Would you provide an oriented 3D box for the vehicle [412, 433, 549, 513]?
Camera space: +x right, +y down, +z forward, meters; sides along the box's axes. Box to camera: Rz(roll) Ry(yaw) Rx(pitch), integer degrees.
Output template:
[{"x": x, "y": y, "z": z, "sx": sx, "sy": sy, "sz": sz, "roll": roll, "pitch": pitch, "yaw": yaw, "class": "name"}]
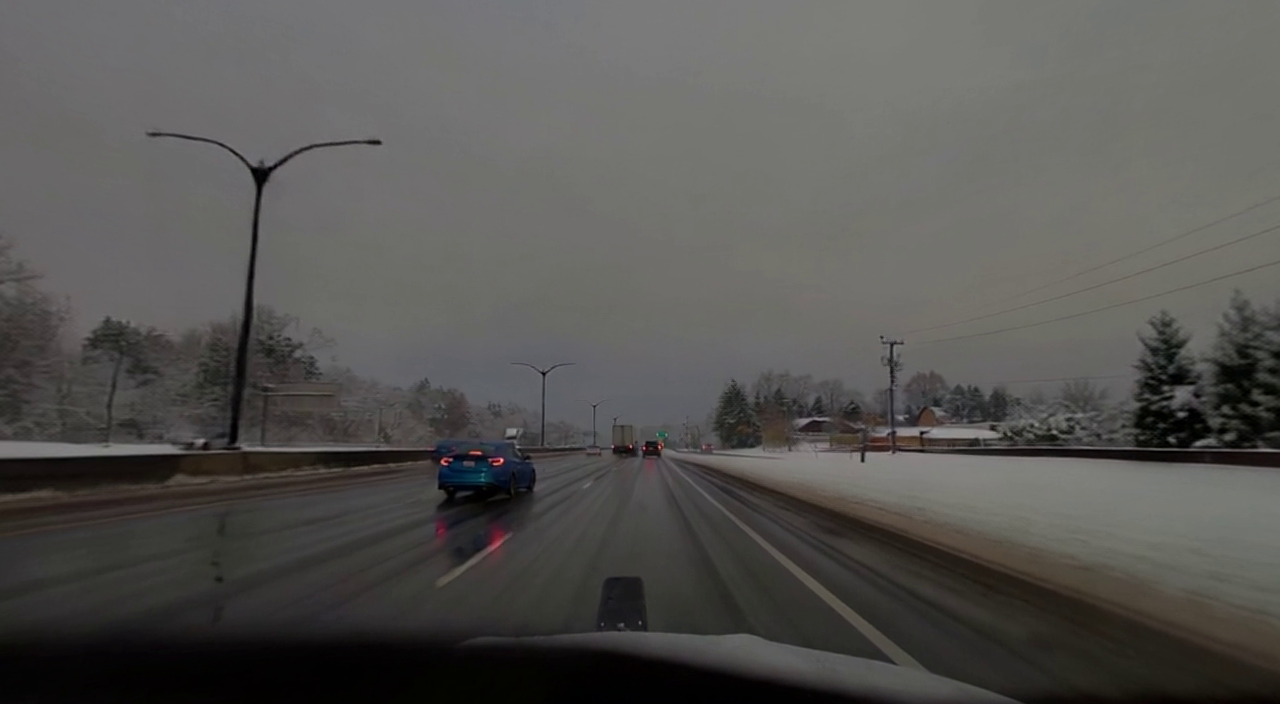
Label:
[{"x": -3.317, "y": 2.583, "z": 13.925, "sx": 1.953, "sy": 1.511, "sz": 3.704, "roll": 0, "pitch": -8, "yaw": 2, "class": "vehicle"}]
